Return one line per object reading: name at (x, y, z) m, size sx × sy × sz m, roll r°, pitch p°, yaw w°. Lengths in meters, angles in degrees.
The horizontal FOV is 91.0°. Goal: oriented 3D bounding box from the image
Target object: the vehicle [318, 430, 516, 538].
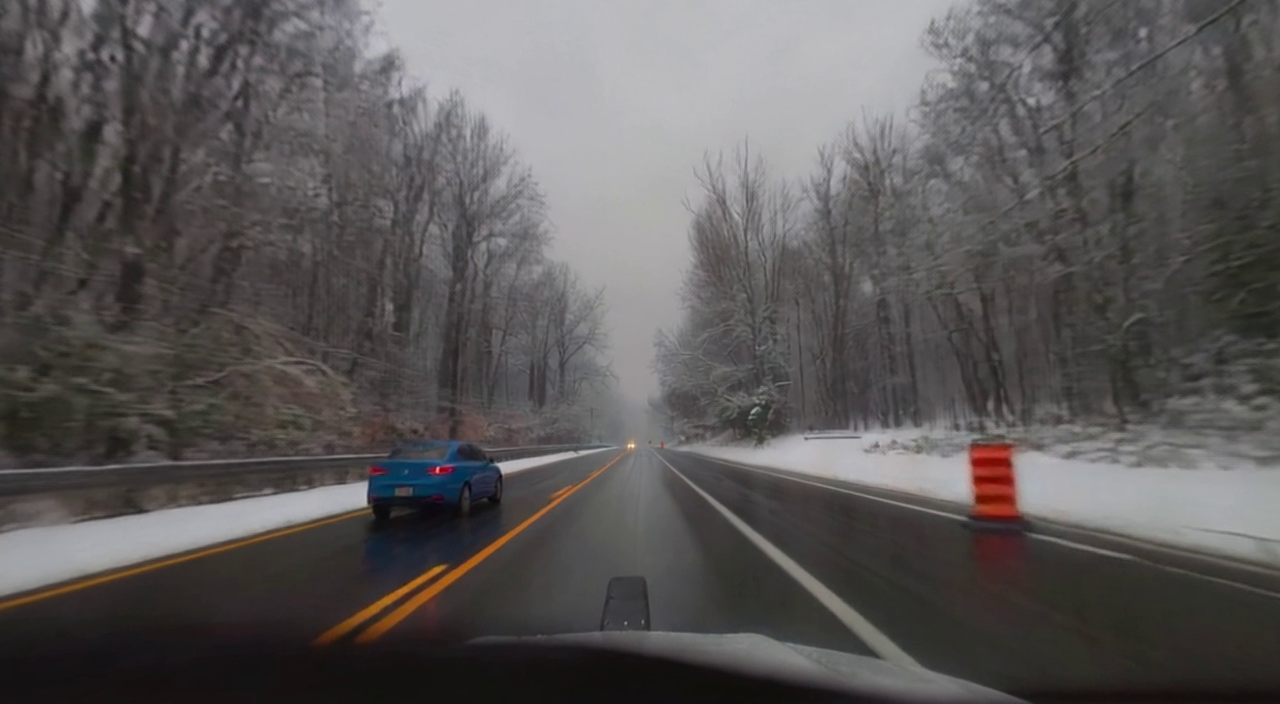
vehicle at (-3.569, 2.167, 10.985) m, size 1.902 × 1.505 × 4.016 m, roll 0°, pitch -8°, yaw 1°
